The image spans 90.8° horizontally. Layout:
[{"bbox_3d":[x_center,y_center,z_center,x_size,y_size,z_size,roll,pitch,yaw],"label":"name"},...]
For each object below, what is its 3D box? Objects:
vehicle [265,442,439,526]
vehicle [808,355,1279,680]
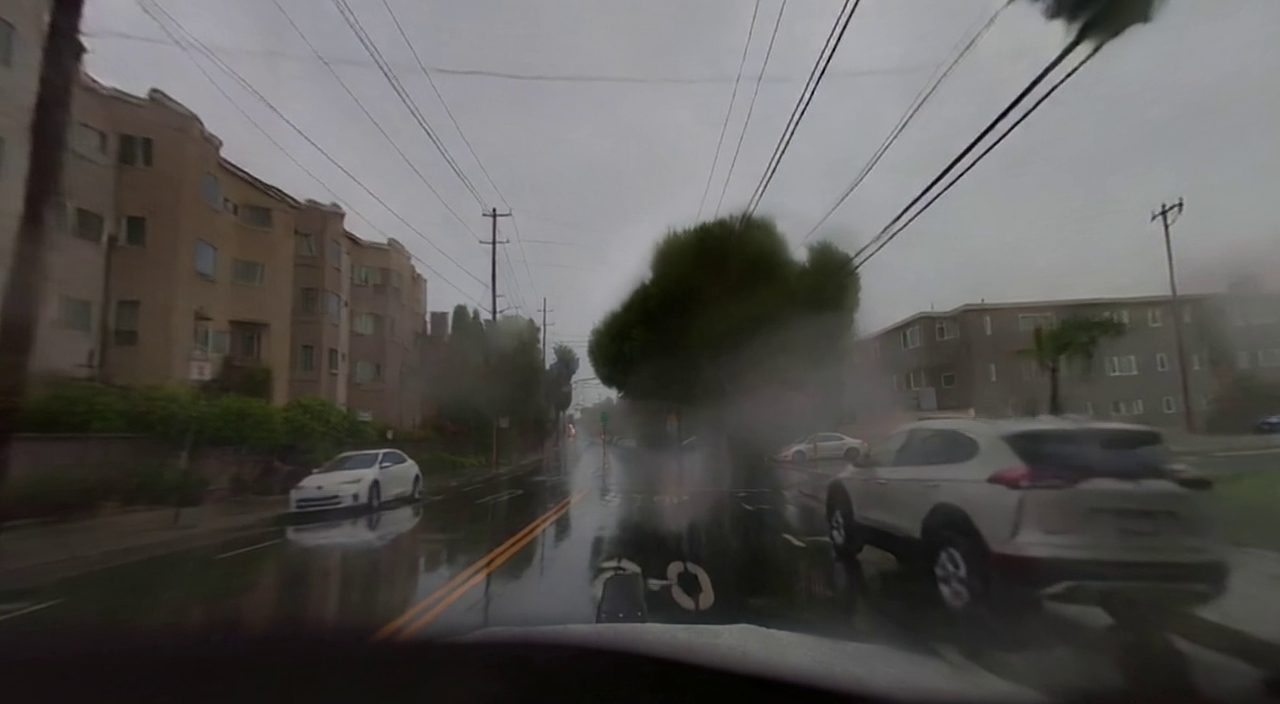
[{"bbox_3d":[-6.411,2.934,14.741,1.922,1.505,4.502,-4,-8,1],"label":"vehicle"},{"bbox_3d":[3.582,1.425,6.518,2.300,1.913,4.896,5,-8,0],"label":"vehicle"}]
